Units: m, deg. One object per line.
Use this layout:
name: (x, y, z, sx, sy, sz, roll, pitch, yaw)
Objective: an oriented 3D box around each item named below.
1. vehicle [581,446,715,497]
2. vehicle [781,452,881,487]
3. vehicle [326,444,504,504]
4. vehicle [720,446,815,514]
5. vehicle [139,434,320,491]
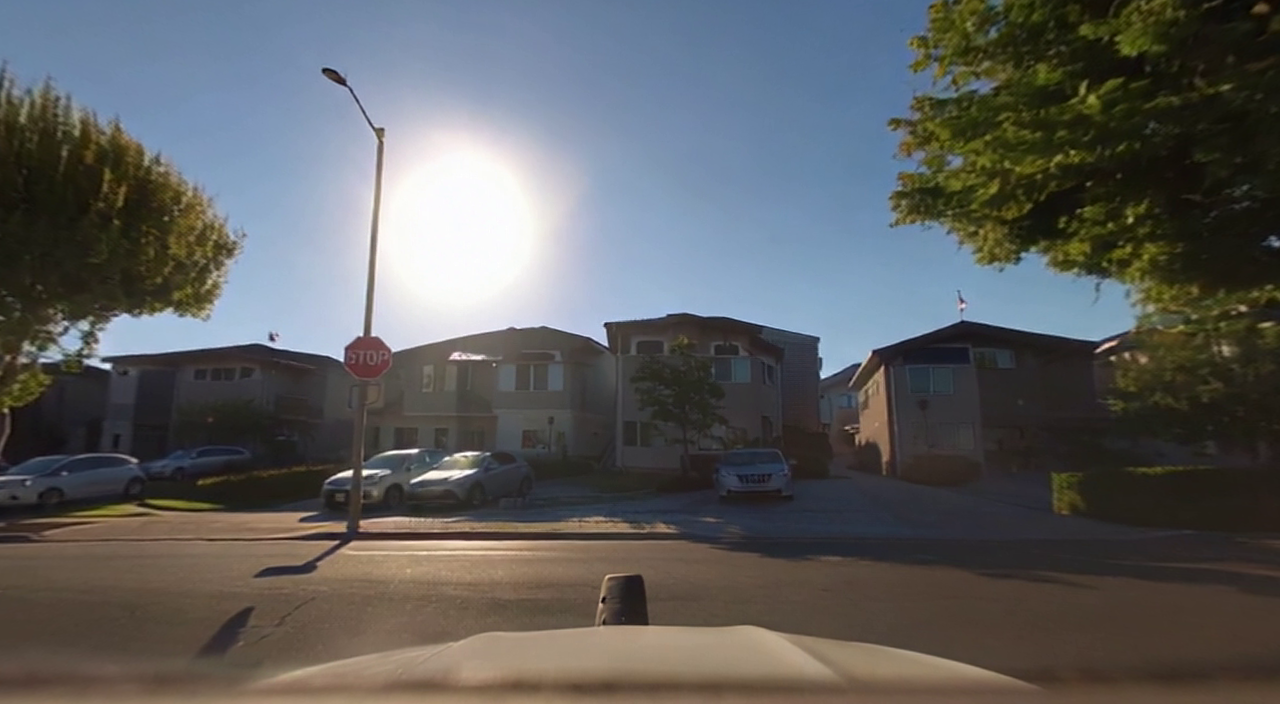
vehicle: (0.473, 4.978, 26.716, 5.798, 1.920, 2.267, 9, -12, -44)
vehicle: (10.800, 6.650, 35.743, 5.004, 1.797, 1.946, -6, -11, 35)
vehicle: (-6.911, 3.776, 19.675, 4.778, 1.753, 1.959, 0, -9, 3)
vehicle: (4.110, 4.195, 21.356, 2.305, 1.962, 5.685, 0, -9, 3)
vehicle: (-25.019, 6.721, 38.473, 9.384, 3.230, 2.928, -1, -9, 7)
